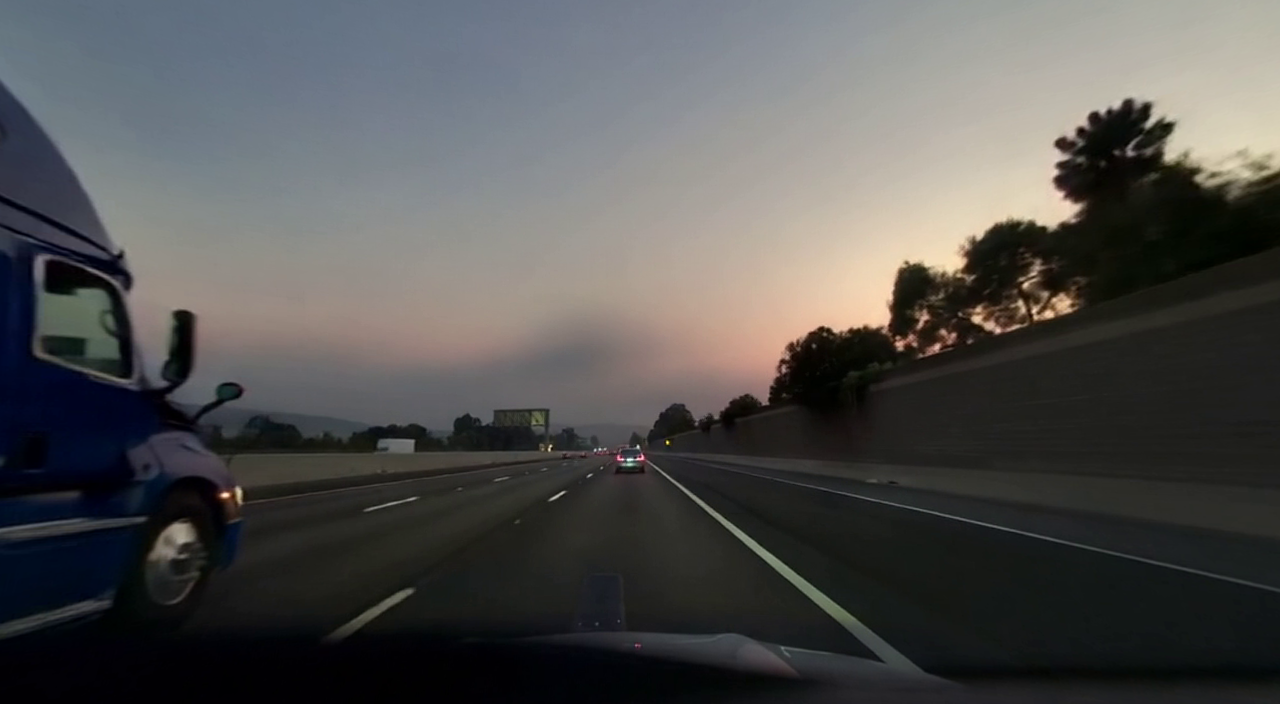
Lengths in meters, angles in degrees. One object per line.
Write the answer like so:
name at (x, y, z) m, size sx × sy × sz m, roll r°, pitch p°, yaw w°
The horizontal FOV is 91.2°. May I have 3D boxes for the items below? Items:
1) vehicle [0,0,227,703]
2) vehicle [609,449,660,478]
vehicle at (-4.160, -0.095, 2.583) m, size 3.036 × 3.291 × 2.419 m, roll 0°, pitch -9°, yaw -2°
vehicle at (-0.324, 5.692, 32.315) m, size 2.398 × 1.336 × 5.698 m, roll 0°, pitch -9°, yaw -1°
